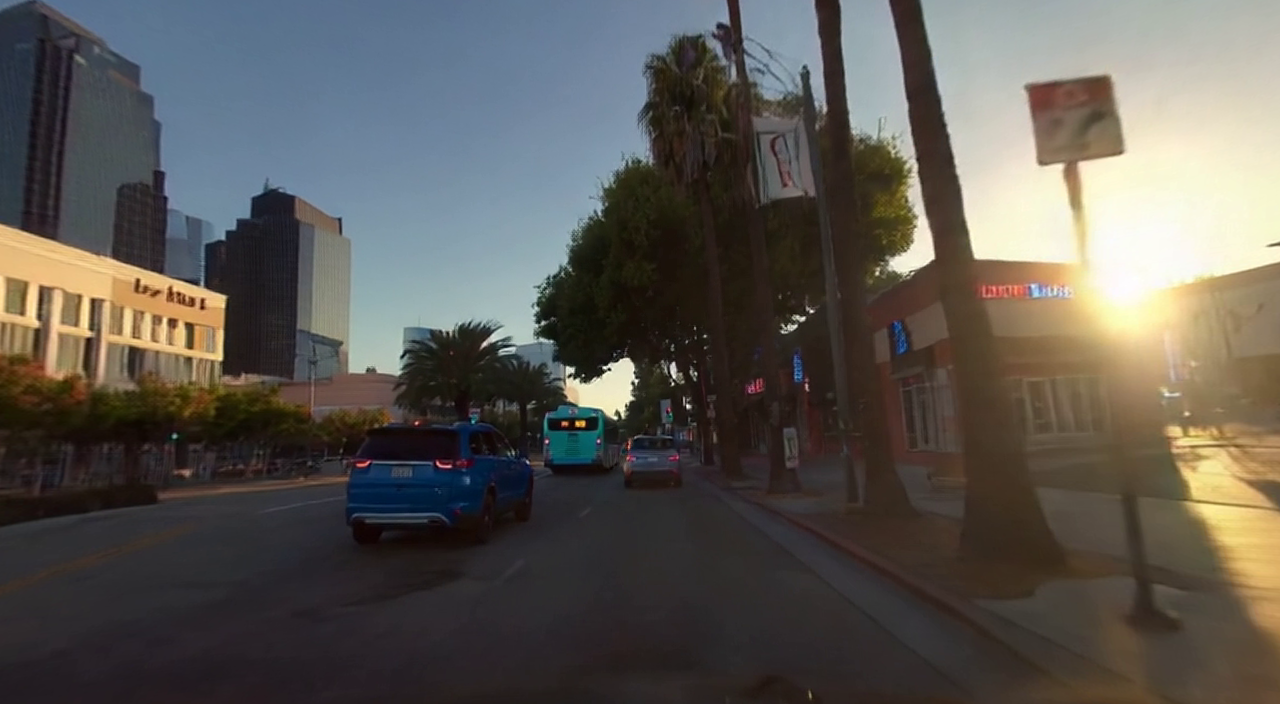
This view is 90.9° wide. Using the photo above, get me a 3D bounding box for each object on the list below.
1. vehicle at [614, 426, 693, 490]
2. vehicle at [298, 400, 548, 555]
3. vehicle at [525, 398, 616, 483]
[{"bbox_3d":[0.377,3.164,19.087,2.120,1.727,3.917,0,-8,0],"label":"vehicle"},{"bbox_3d":[-2.882,1.802,9.721,2.124,1.799,4.587,0,-8,1],"label":"vehicle"},{"bbox_3d":[-2.701,3.837,27.229,2.775,3.064,8.297,0,-8,1],"label":"vehicle"}]
